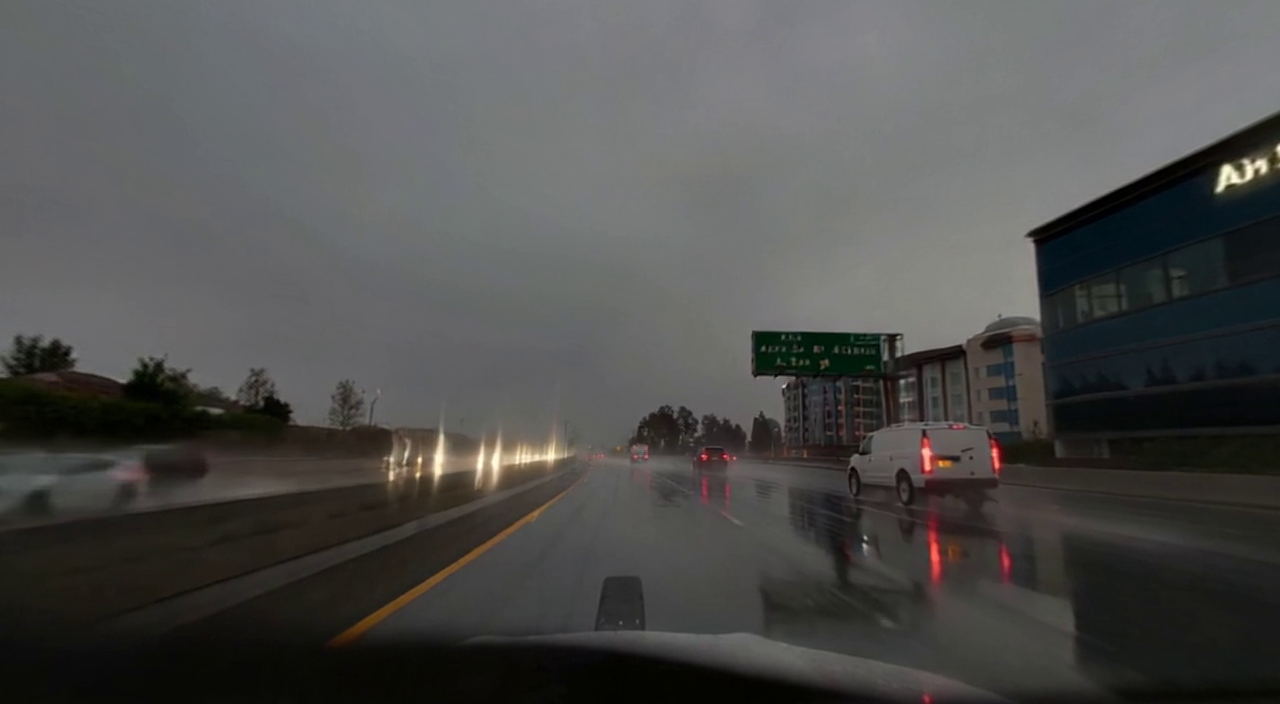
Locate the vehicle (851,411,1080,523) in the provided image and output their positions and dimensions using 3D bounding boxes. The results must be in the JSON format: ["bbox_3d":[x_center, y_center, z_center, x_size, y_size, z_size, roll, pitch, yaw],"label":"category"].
[{"bbox_3d":[6.600,2.417,13.715,2.181,1.952,4.973,0,-9,-2],"label":"vehicle"}]

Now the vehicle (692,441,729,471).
[{"bbox_3d":[5.424,8.072,49.096,2.043,2.154,4.731,1,-9,-4],"label":"vehicle"}]

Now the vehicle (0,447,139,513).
[{"bbox_3d":[-16.992,3.493,17.677,2.079,1.623,4.775,0,-9,-1],"label":"vehicle"}]
